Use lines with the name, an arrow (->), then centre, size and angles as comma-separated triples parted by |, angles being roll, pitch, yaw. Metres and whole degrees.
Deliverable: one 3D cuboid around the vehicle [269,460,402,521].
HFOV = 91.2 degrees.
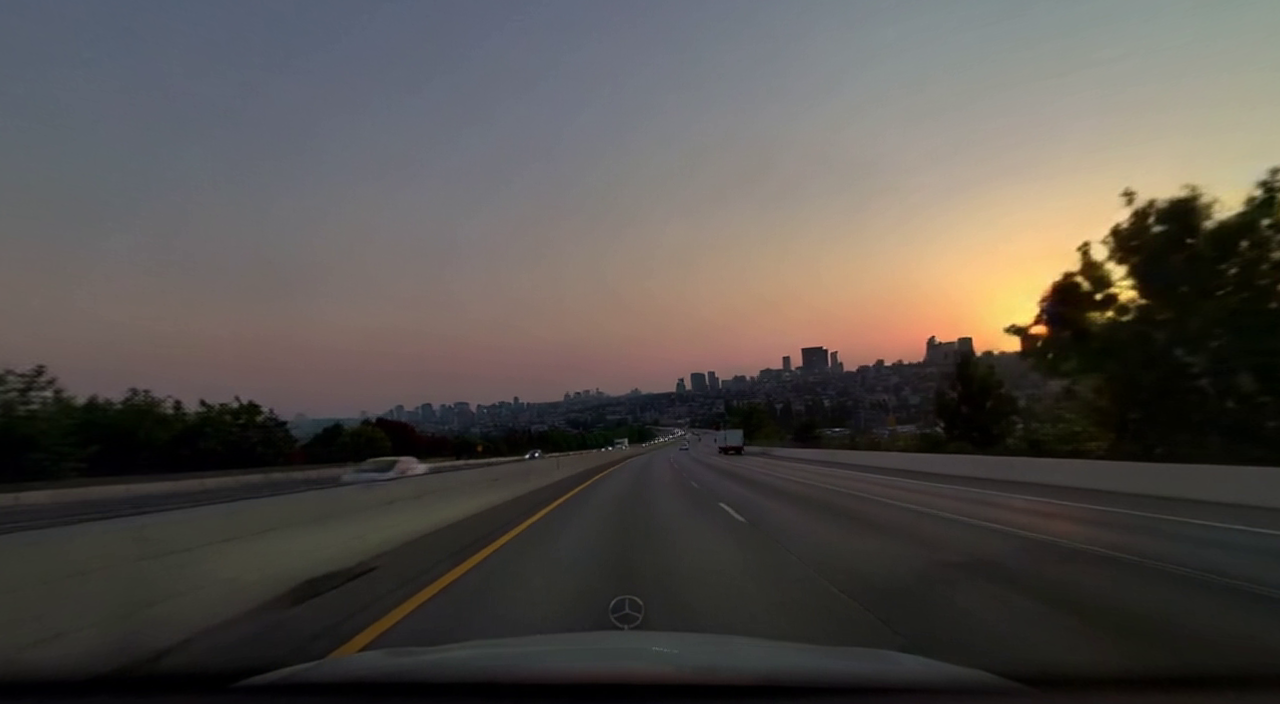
vehicle -> -8.960, 4.060, 18.920 | 1.847, 1.504, 4.231 | 0, -9, 0
